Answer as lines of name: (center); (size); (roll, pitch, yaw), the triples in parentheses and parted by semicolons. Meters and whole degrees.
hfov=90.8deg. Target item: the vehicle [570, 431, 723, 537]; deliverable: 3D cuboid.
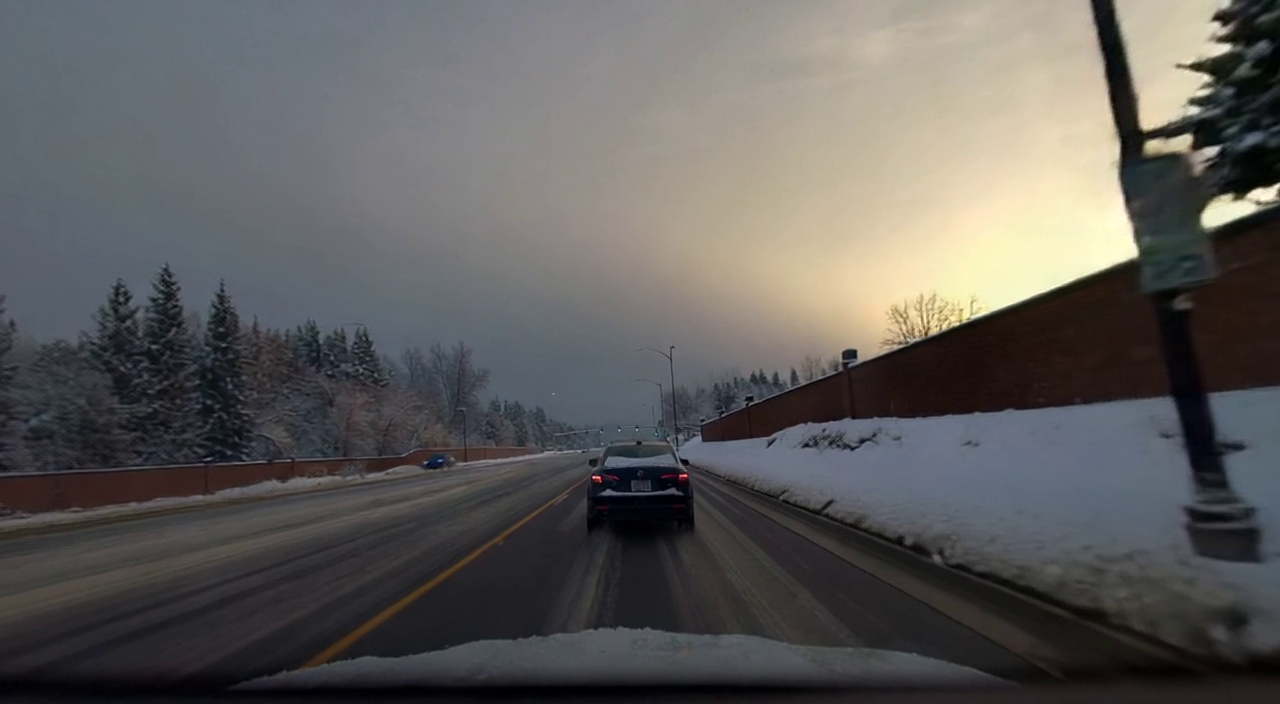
vehicle: (0.067, 2.230, 11.330); (2.205, 1.509, 4.272); (0, -8, -1)
